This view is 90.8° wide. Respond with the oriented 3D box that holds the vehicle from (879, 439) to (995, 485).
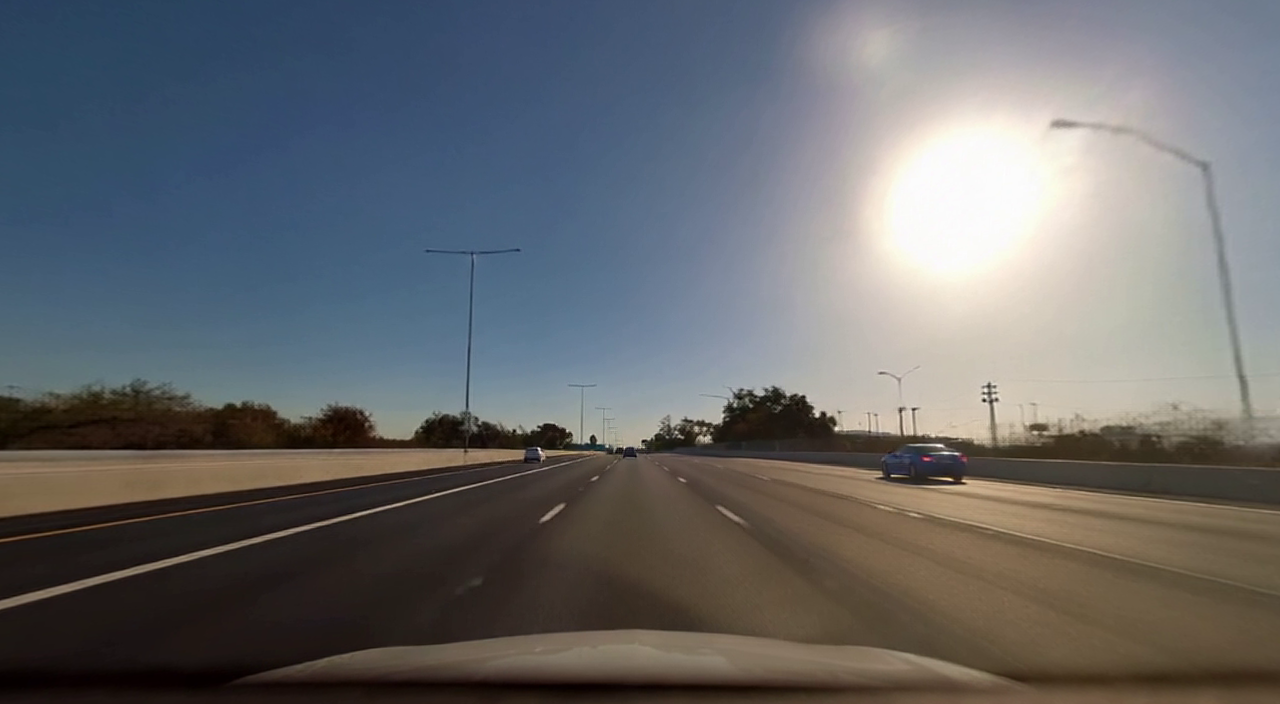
[{"bbox_3d":[10.653,3.973,23.102,1.985,1.493,4.486,0,-9,-1],"label":"vehicle"}]
